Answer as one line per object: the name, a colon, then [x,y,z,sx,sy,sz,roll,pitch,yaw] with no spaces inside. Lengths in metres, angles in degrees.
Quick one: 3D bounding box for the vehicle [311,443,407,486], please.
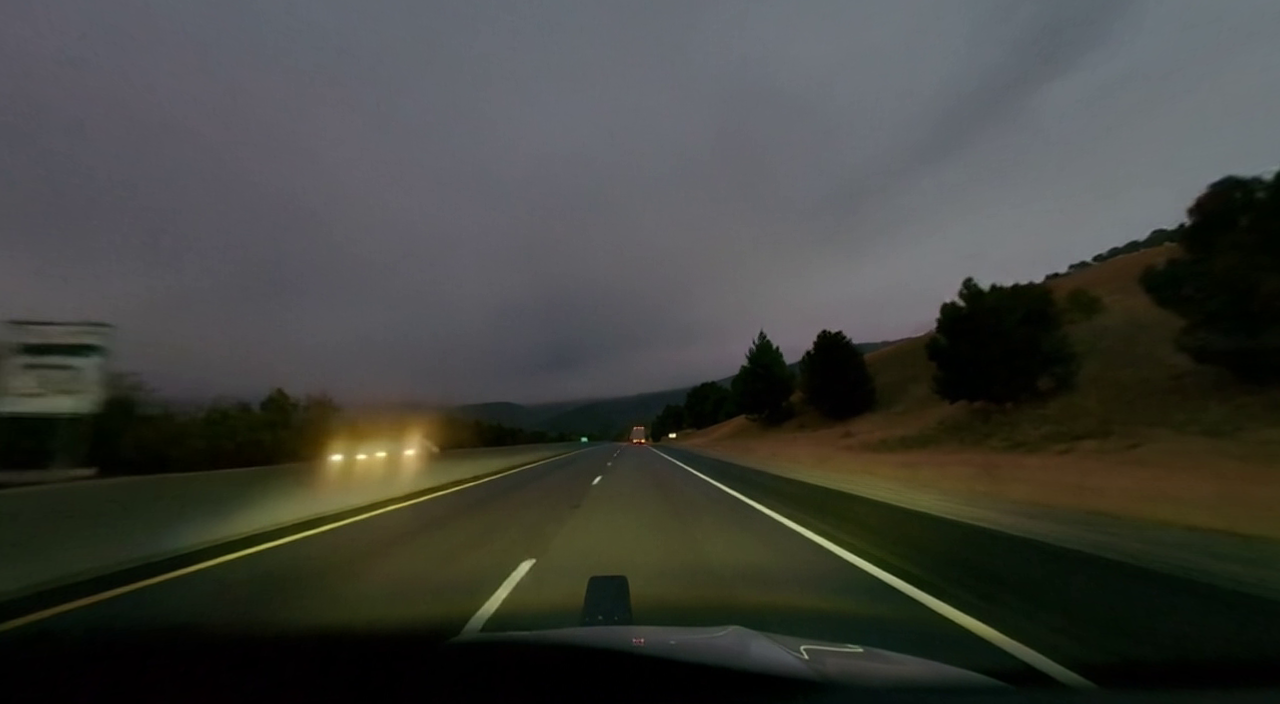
vehicle: [-10.904,4.357,24.802,1.918,1.462,4.383,-2,-8,-2]
